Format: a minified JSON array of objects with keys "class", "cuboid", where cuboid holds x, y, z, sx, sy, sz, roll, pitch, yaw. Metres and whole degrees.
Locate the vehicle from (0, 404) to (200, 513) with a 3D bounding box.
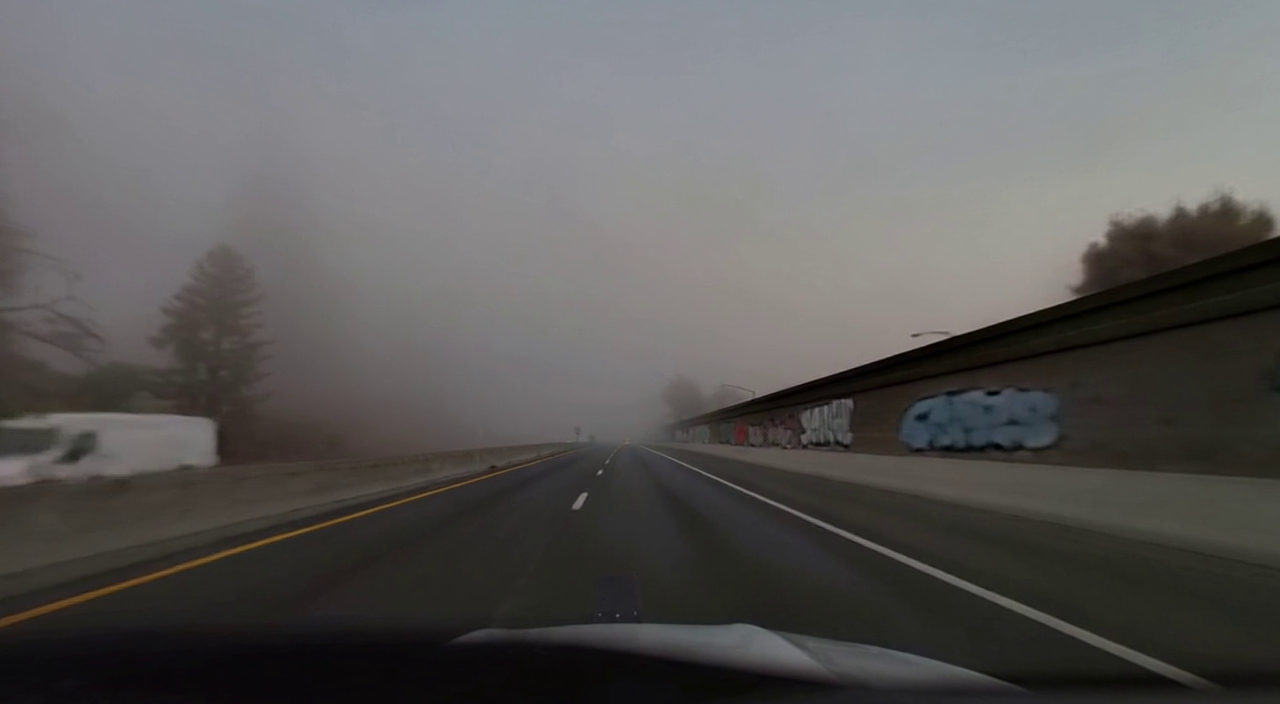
[{"class":"vehicle","cuboid":[-16.046,2.916,17.964,2.299,2.497,6.711,0,-8,-2]}]
